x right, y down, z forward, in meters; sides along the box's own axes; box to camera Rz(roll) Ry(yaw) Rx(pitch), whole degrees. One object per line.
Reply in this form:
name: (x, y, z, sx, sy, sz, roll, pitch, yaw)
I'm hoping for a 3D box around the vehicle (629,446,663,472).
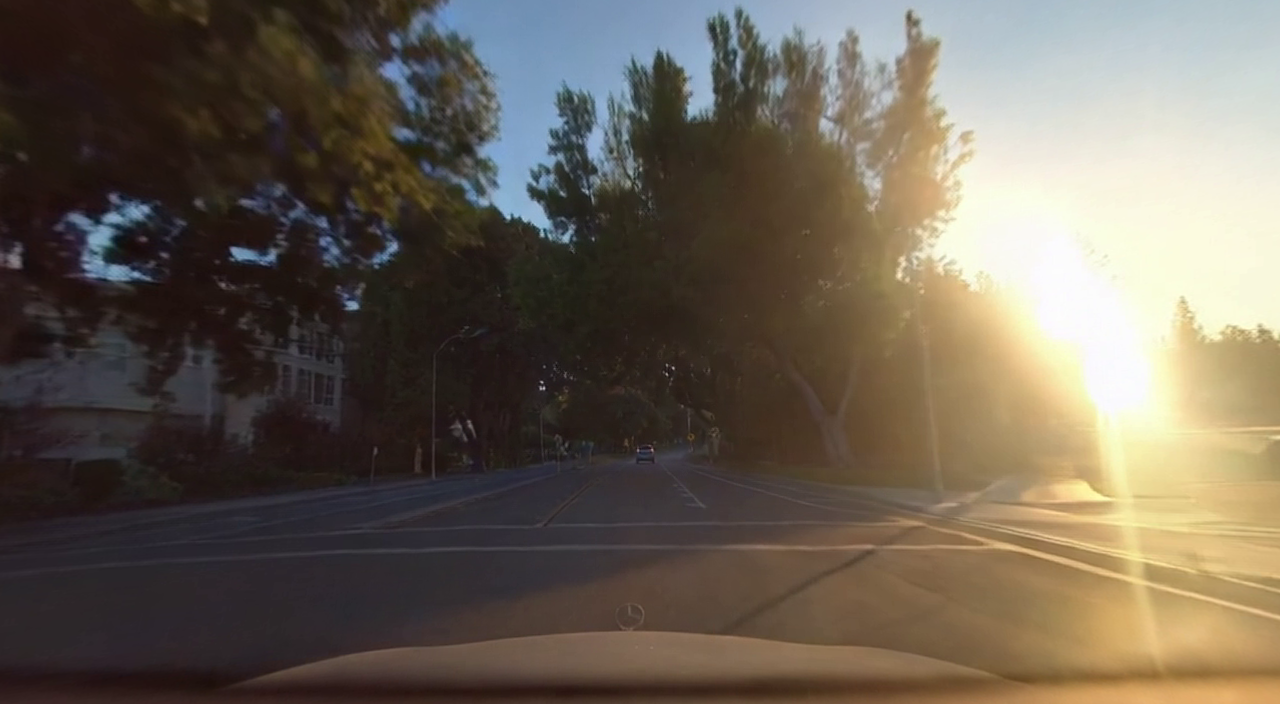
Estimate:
vehicle: (0.398, 7.263, 42.839, 2.200, 1.653, 4.127, -1, -9, 1)
